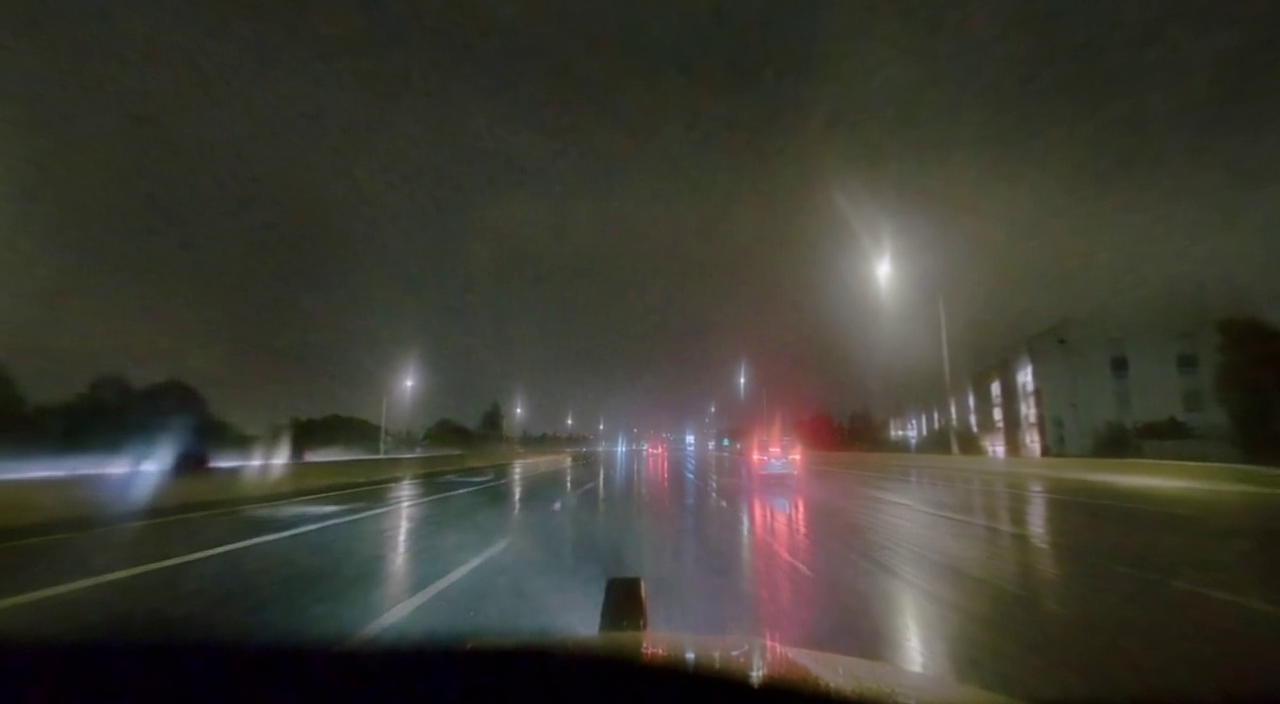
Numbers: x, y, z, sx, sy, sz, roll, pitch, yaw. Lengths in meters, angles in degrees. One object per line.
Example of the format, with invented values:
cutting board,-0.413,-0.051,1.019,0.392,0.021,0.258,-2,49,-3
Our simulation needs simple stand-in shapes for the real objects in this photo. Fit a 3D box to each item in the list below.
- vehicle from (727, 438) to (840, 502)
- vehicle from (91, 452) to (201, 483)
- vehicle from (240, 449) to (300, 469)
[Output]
vehicle,3.728,3.166,17.351,1.999,1.492,4.673,0,-9,0
vehicle,-25.639,5.995,33.002,2.004,1.464,4.598,0,-9,1
vehicle,-28.829,8.338,49.313,1.881,1.459,4.568,-1,-8,2
